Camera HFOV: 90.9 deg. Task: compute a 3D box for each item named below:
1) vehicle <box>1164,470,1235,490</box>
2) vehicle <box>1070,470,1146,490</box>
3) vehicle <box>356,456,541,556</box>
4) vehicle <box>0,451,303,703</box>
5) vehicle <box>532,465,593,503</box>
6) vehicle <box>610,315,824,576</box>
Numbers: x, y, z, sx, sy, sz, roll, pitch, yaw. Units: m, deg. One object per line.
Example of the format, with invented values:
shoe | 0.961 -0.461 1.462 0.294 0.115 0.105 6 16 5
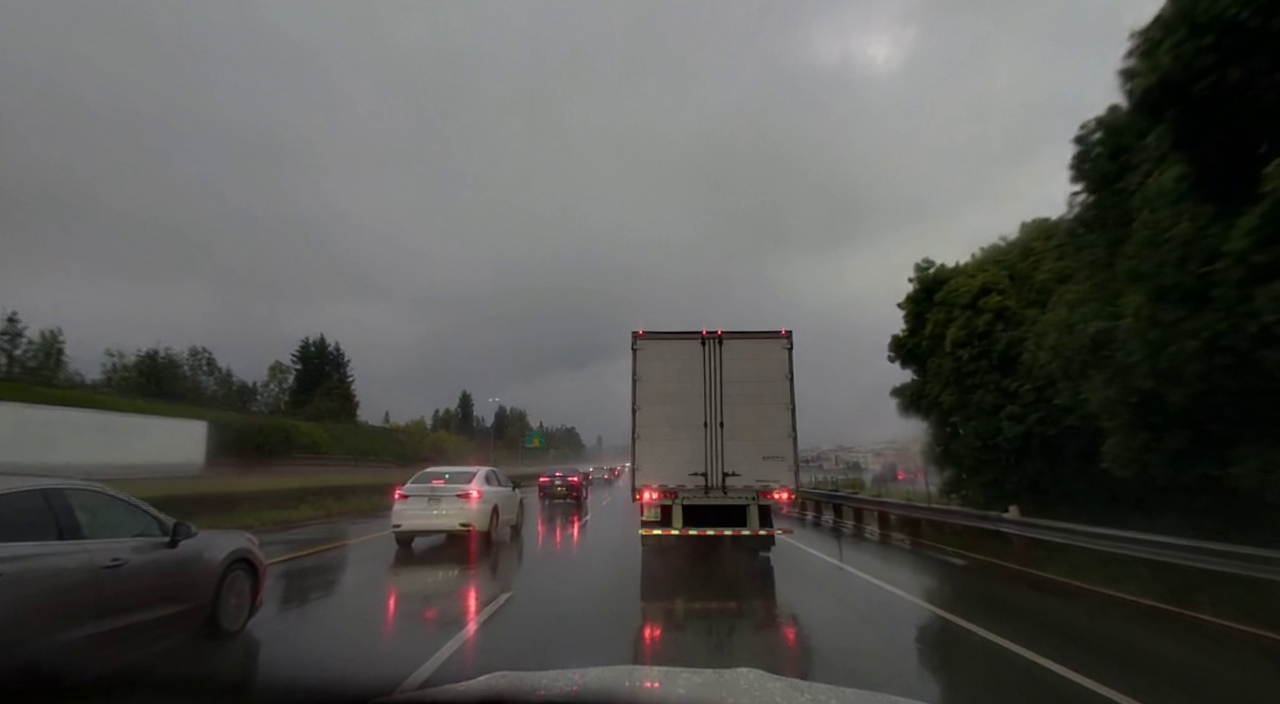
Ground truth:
vehicle | 43.691 9.973 49.231 3.974 1.485 1.709 1 -11 -4
vehicle | 36.468 10.009 49.218 4.299 1.465 1.807 -1 -11 8
vehicle | -3.366 2.845 12.221 1.983 1.509 4.679 0 -11 2
vehicle | -4.237 1.273 3.586 2.043 1.391 4.515 0 -11 1
vehicle | -3.319 5.789 27.861 1.964 1.482 4.371 0 -11 2
vehicle | 1.171 2.011 12.934 2.831 3.529 8.689 0 -11 2
